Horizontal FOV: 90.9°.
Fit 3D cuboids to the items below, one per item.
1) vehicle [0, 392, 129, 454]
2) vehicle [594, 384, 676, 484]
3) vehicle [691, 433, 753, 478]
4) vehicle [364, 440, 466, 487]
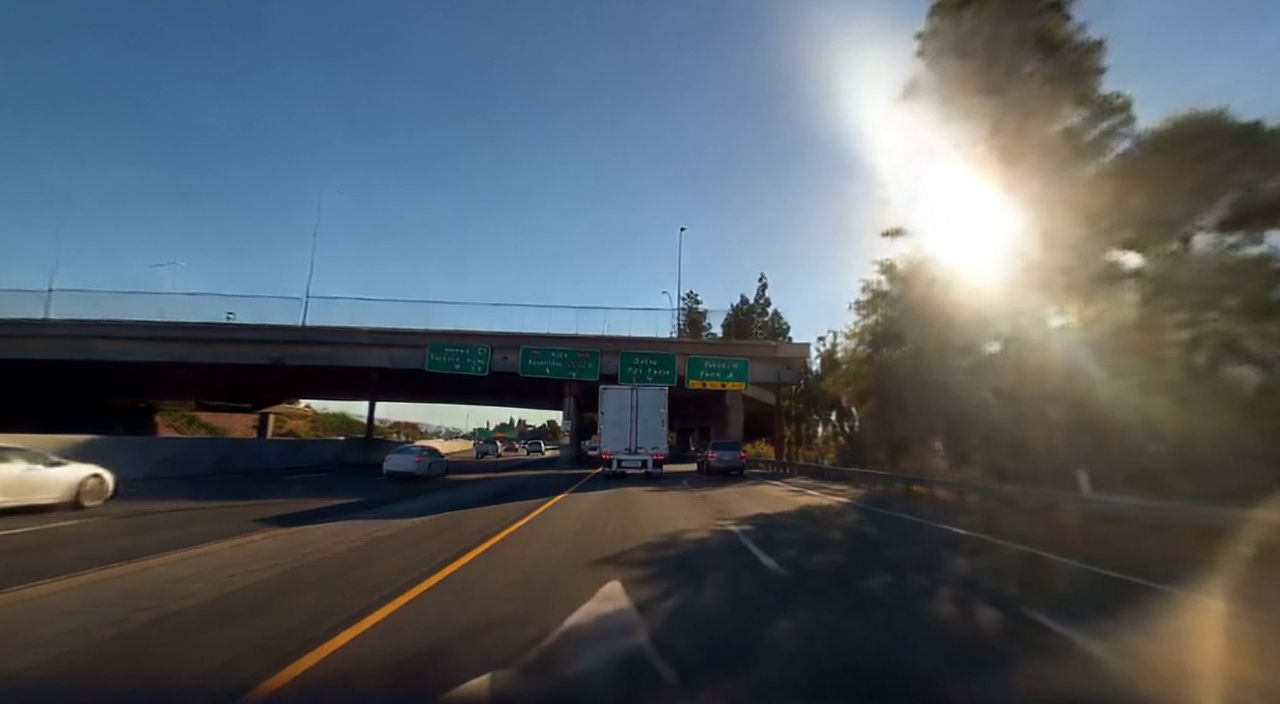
[{"bbox_3d":[-42.738,4.998,43.235,2.867,3.957,16.267,0,-9,-4],"label":"vehicle"},{"bbox_3d":[-0.254,3.741,28.132,2.916,3.584,10.841,0,-9,-1],"label":"vehicle"},{"bbox_3d":[3.816,4.964,30.378,2.174,1.968,5.016,0,-9,-1],"label":"vehicle"},{"bbox_3d":[-8.009,4.005,22.985,2.057,1.506,4.829,0,-9,-2],"label":"vehicle"}]
